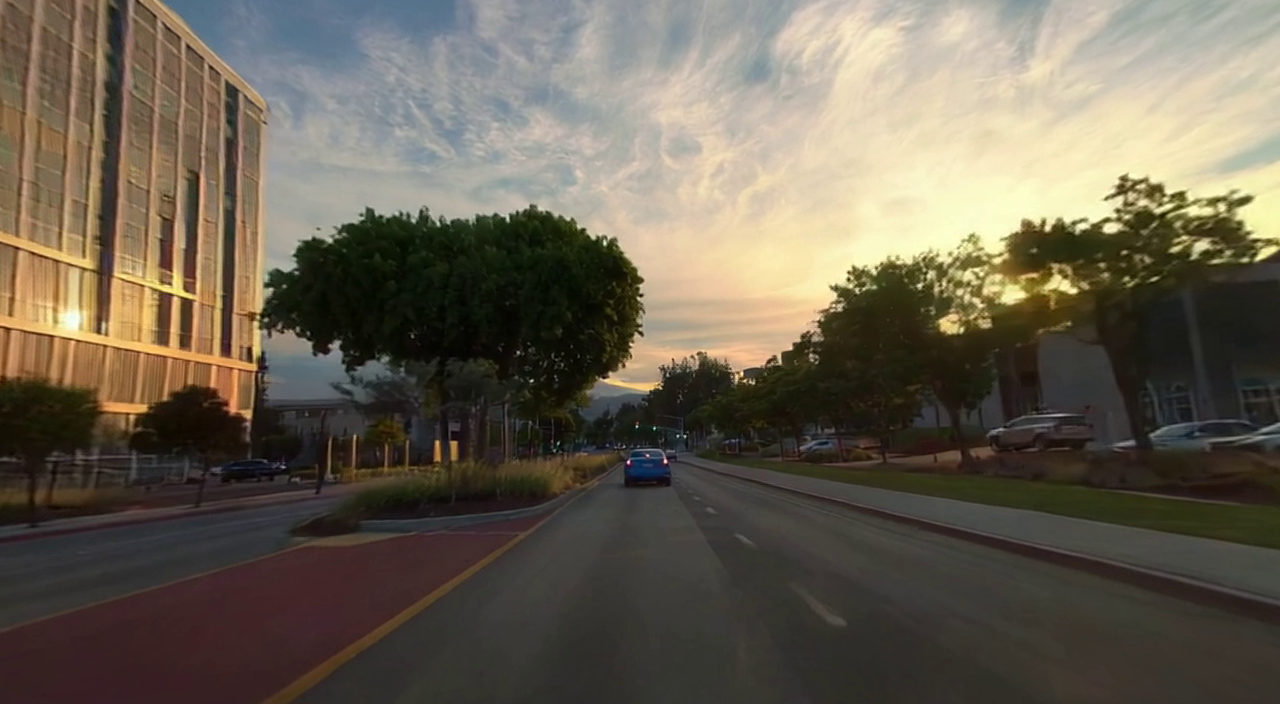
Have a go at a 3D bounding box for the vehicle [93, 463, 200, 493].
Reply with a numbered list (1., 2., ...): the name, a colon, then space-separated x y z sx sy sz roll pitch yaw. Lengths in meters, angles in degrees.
1. vehicle: -30.421 7.740 38.938 4.962 1.561 1.997 7 -11 -39

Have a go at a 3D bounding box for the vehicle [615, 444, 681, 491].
1. vehicle: 0.251 3.914 21.653 2.063 1.442 4.135 0 -9 0

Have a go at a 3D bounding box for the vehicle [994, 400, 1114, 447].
1. vehicle: 15.340 2.750 23.632 1.979 1.460 3.848 -2 -10 3
